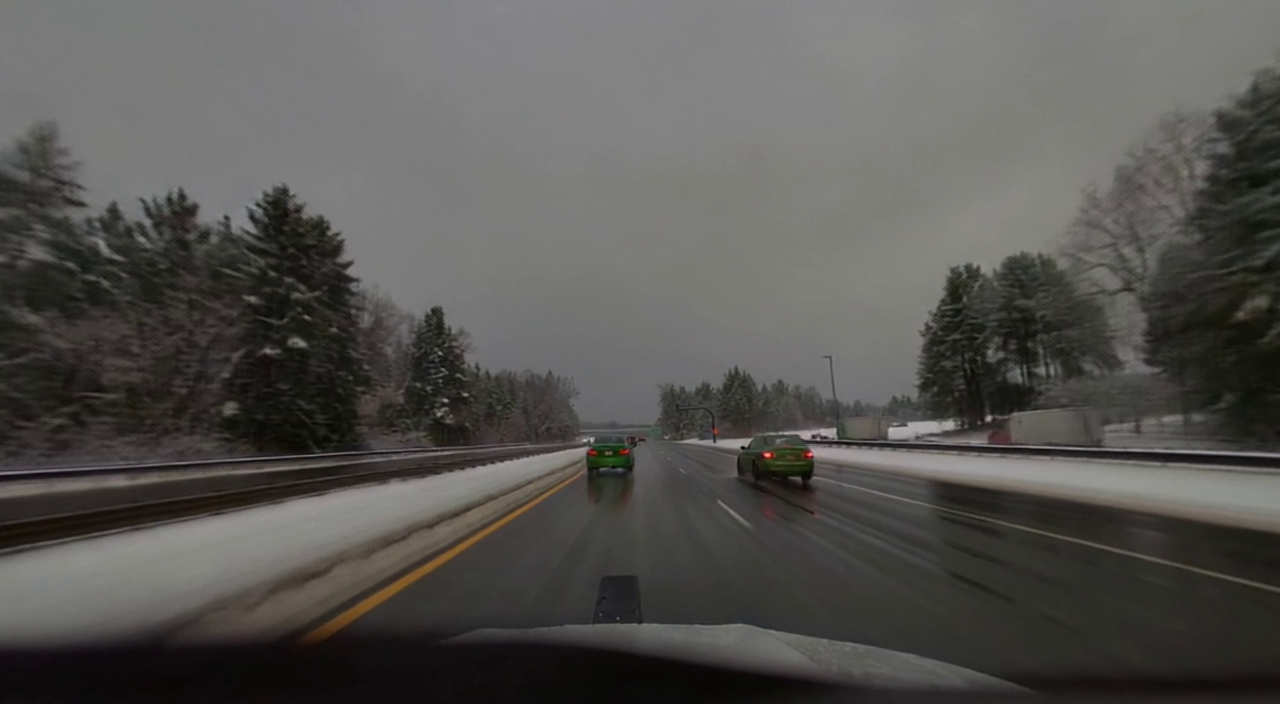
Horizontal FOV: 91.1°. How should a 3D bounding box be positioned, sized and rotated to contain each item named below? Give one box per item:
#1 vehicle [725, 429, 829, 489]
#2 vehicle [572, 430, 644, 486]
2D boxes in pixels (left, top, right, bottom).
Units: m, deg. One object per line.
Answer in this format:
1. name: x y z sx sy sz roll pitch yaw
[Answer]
1. vehicle: 3.821 3.038 18.347 2.010 1.508 4.285 0 -8 -1
2. vehicle: -0.841 3.070 18.606 1.897 1.479 3.724 0 -8 0
